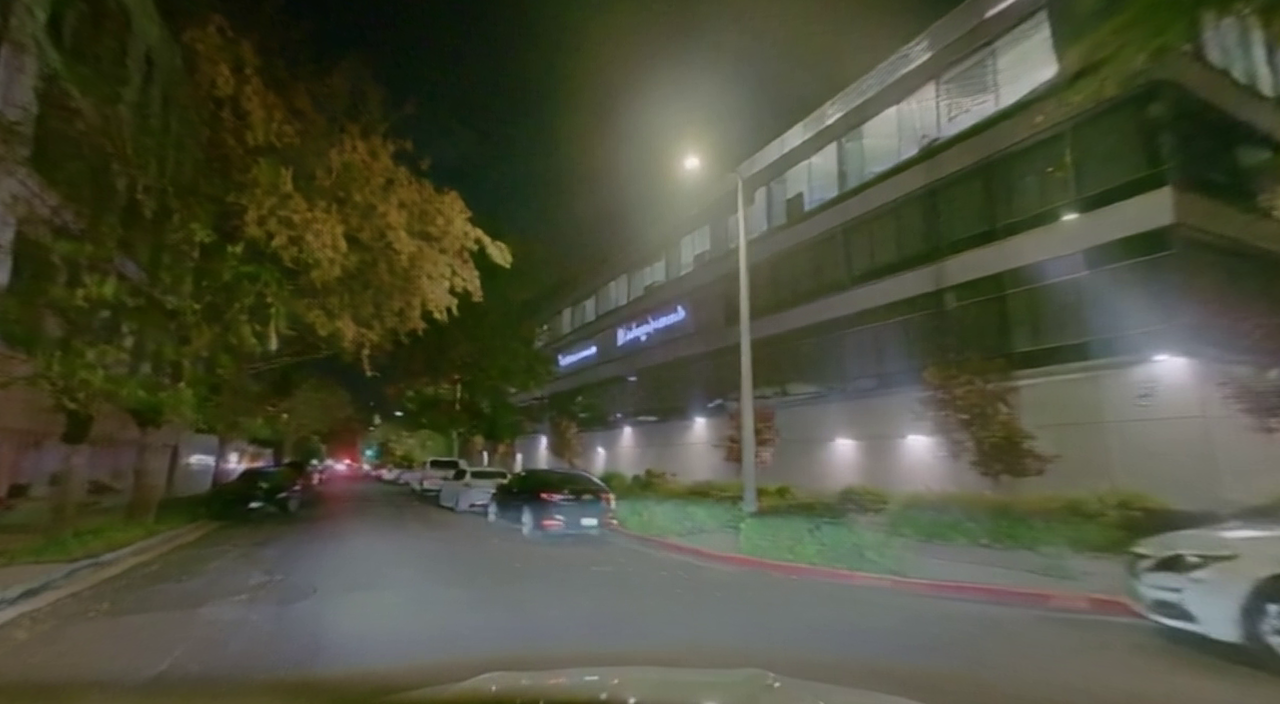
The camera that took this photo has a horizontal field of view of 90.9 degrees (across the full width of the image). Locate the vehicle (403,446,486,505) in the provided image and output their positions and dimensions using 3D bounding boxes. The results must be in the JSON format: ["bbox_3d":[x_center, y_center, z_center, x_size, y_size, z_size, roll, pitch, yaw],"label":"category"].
[{"bbox_3d":[-7.569,4.690,24.039,2.242,1.972,4.898,6,-12,-25],"label":"vehicle"}]

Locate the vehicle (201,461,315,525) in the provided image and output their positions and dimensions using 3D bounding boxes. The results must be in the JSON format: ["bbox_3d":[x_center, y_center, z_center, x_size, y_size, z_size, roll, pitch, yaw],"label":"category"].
[{"bbox_3d":[-10.130,3.736,17.075,2.018,1.461,4.413,5,-12,-24],"label":"vehicle"}]

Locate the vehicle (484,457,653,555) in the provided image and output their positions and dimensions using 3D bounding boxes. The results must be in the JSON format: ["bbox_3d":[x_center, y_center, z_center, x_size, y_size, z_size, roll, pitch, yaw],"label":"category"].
[{"bbox_3d":[-1.542,2.814,12.032,1.889,1.482,4.118,6,-12,-25],"label":"vehicle"}]

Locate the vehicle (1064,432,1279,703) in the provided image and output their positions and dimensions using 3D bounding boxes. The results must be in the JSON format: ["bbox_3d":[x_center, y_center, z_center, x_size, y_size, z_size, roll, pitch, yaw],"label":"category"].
[{"bbox_3d":[5.368,1.197,3.434,4.770,1.448,1.983,-5,-12,27],"label":"vehicle"}]
